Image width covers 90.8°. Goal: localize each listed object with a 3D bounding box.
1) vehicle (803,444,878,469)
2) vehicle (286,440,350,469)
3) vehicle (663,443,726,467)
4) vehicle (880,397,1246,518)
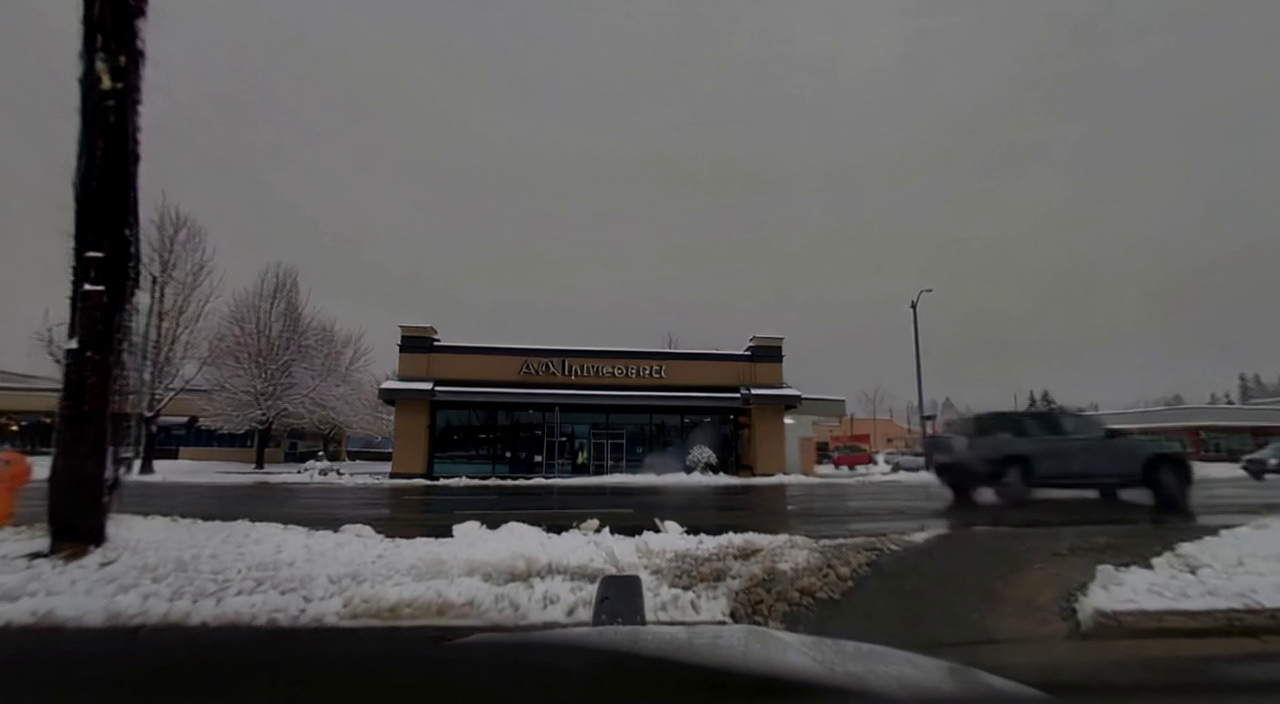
[{"bbox_3d":[12.851,6.700,40.733,1.791,1.453,4.593,5,-10,-29],"label":"vehicle"},{"bbox_3d":[-20.140,6.365,39.465,4.596,1.680,1.936,-8,-11,41],"label":"vehicle"},{"bbox_3d":[3.447,6.620,40.855,1.812,1.468,4.519,5,-10,-28],"label":"vehicle"},{"bbox_3d":[6.828,1.727,10.601,4.735,1.779,2.051,1,-8,-5],"label":"vehicle"}]
